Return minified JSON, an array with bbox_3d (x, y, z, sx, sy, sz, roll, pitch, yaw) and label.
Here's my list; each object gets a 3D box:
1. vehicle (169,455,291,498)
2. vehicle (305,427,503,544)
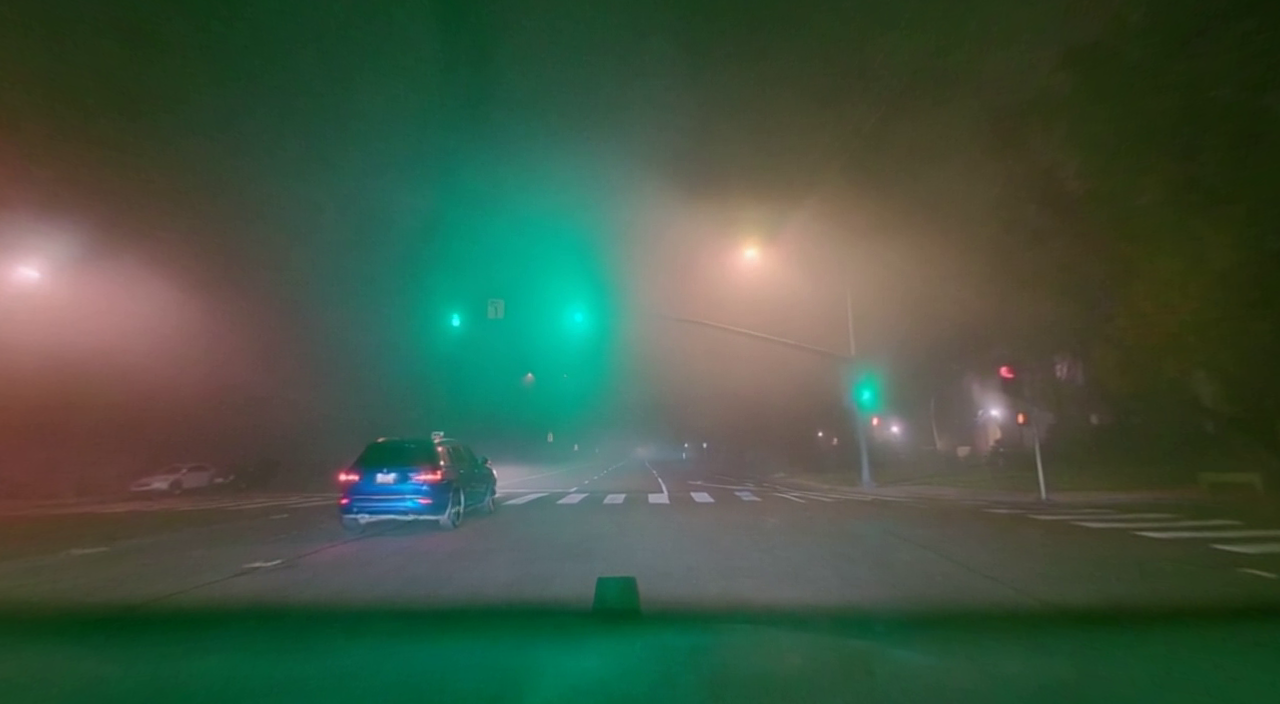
[{"bbox_3d":[-16.679,5.044,26.028,1.941,1.495,4.713,0,-8,-1],"label":"vehicle"},{"bbox_3d":[-4.020,2.316,11.674,1.993,1.733,4.262,0,-8,0],"label":"vehicle"}]
